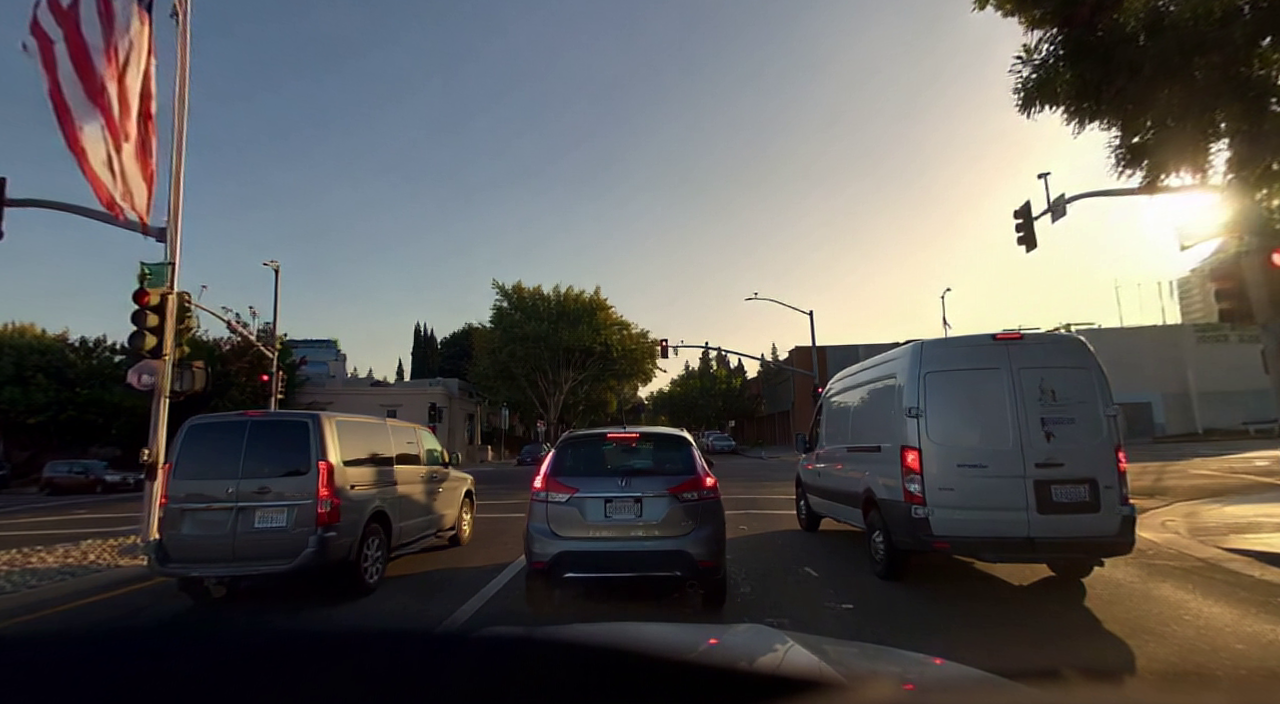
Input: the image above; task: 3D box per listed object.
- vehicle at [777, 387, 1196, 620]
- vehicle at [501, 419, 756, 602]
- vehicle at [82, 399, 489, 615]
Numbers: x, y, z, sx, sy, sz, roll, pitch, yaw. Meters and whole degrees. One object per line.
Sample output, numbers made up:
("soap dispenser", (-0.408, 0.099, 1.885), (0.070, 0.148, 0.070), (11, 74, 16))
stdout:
("vehicle", (3.086, 1.468, 7.019), (2.178, 1.746, 4.400), (0, -9, 1))
("vehicle", (-0.146, 1.616, 7.325), (2.098, 1.494, 4.118), (0, -9, -1))
("vehicle", (-3.304, 1.520, 7.037), (2.024, 1.677, 3.998), (-1, -9, 3))
